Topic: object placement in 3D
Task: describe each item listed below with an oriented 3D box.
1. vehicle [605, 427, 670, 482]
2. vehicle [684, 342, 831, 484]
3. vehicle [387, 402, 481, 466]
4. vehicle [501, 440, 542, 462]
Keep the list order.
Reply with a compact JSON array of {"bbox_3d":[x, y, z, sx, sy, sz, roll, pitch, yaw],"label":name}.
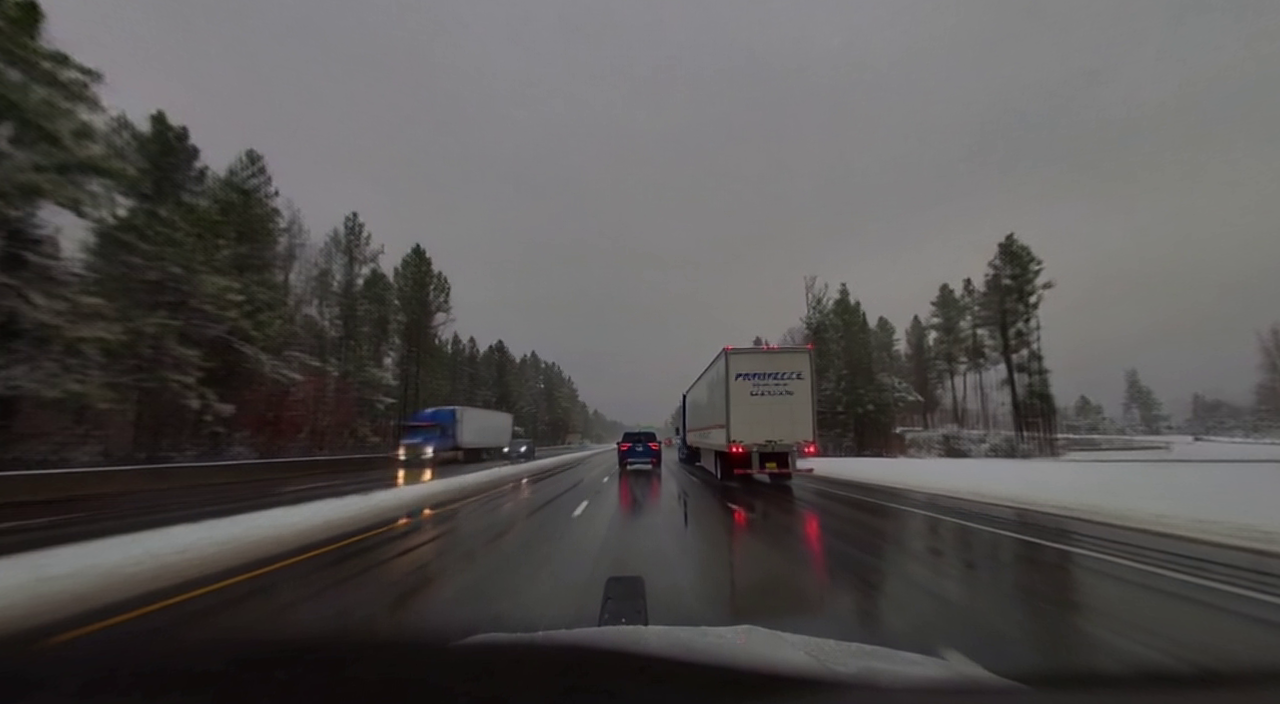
[{"bbox_3d":[-0.097,3.846,23.910,2.222,1.848,4.610,0,-8,0],"label":"vehicle"},{"bbox_3d":[4.016,2.997,26.769,2.899,4.160,16.621,0,-9,-1],"label":"vehicle"},{"bbox_3d":[-13.423,5.531,42.080,3.042,3.762,9.032,0,-8,1],"label":"vehicle"},{"bbox_3d":[-8.872,7.450,47.591,2.117,1.493,4.774,0,-8,1],"label":"vehicle"}]
